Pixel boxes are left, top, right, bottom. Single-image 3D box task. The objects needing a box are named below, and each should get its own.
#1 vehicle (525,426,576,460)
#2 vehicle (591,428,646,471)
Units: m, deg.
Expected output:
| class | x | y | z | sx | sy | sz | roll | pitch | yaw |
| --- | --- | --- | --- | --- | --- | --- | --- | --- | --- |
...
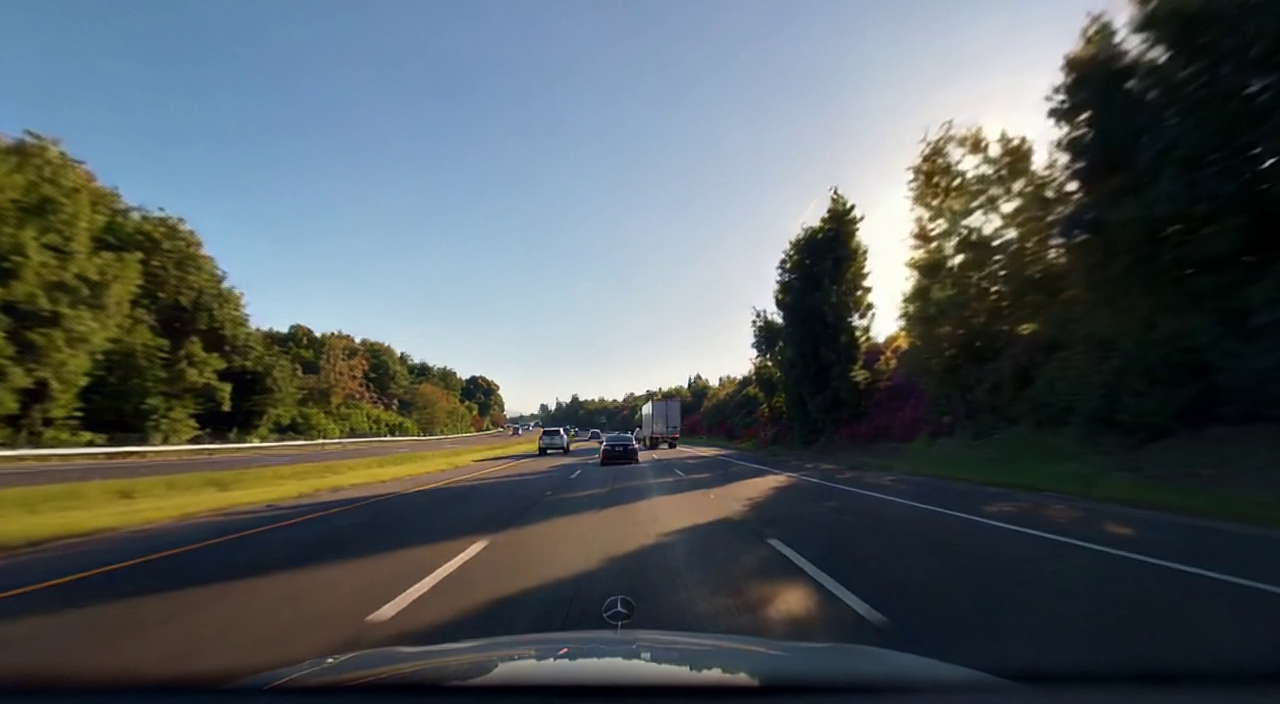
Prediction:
| class | x | y | z | sx | sy | sz | roll | pitch | yaw |
| --- | --- | --- | --- | --- | --- | --- | --- | --- | --- |
| vehicle | -4.980 | 5.173 | 35.693 | 2.234 | 1.773 | 5.134 | 0 | -8 | -1 |
| vehicle | -0.843 | 3.931 | 25.538 | 2.048 | 1.563 | 4.087 | 0 | -8 | -1 |
